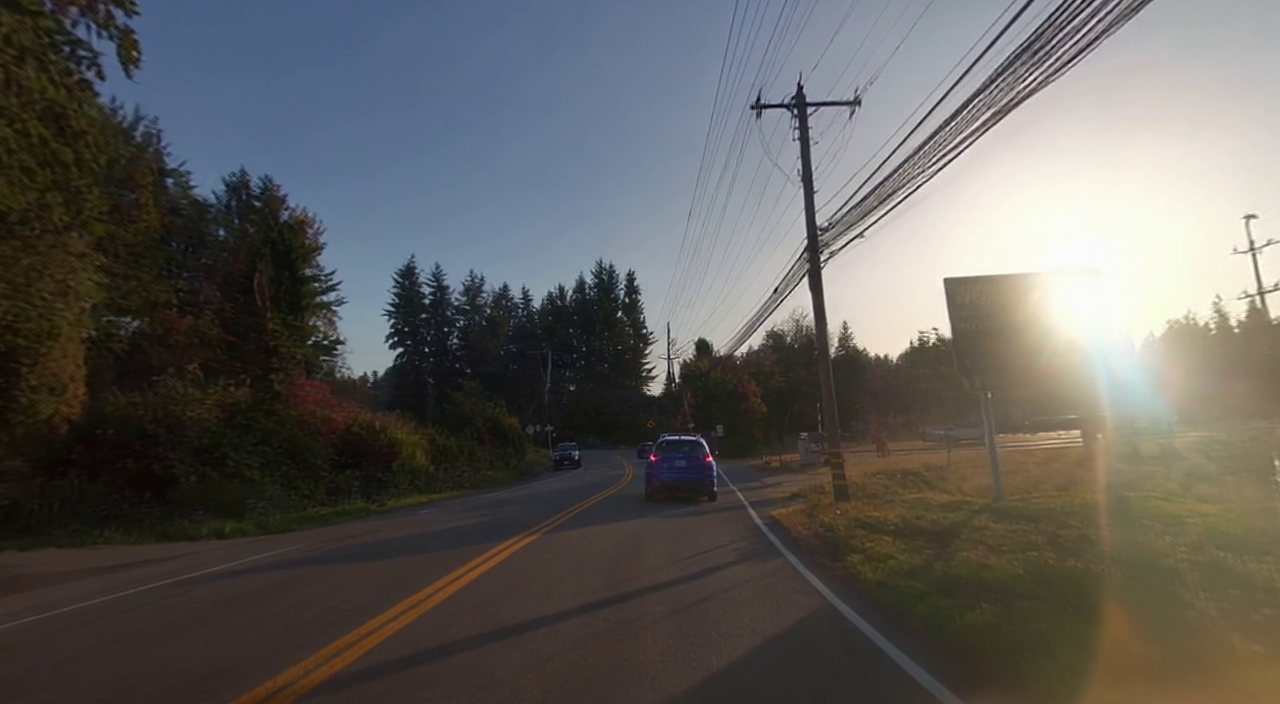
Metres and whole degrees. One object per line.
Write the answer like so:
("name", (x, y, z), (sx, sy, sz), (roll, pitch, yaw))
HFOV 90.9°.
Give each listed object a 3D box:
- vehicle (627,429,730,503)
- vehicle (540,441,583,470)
("vehicle", (0.859, 2.617, 14.818), (2.081, 1.503, 3.726), (0, -8, 2))
("vehicle", (-5.874, 7.599, 46.502), (2.668, 1.981, 5.575), (2, -9, -12))
